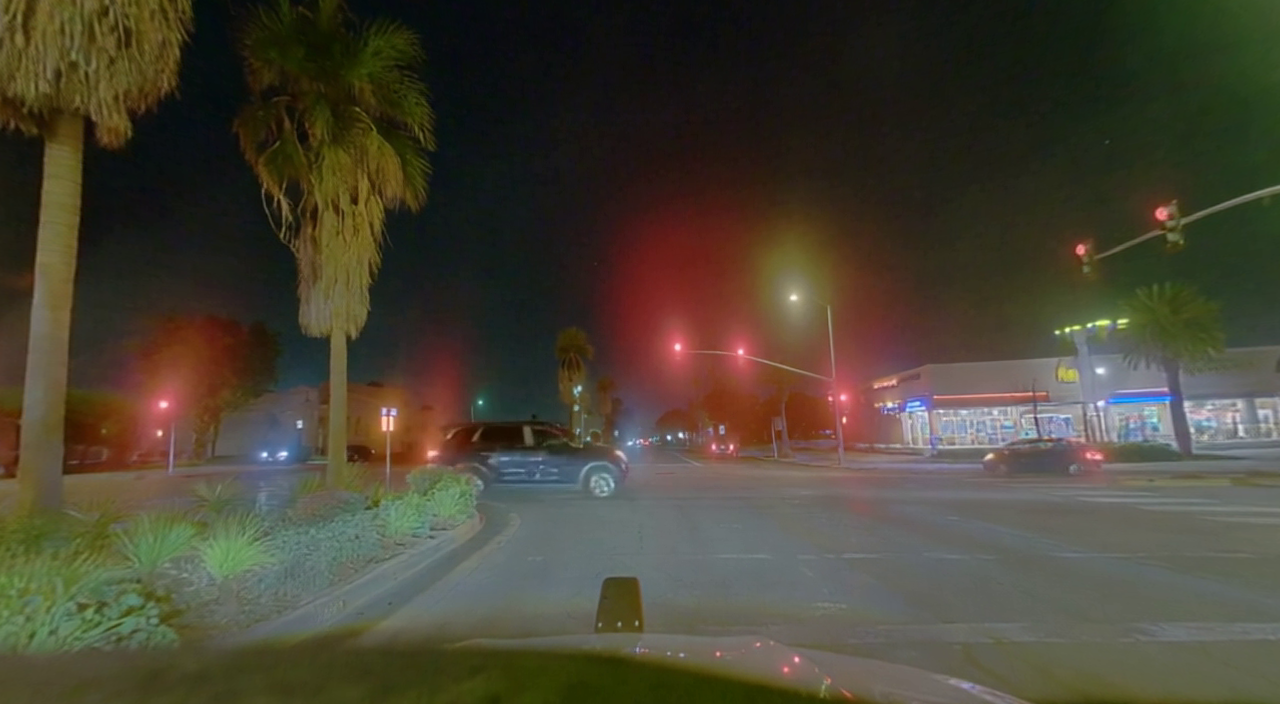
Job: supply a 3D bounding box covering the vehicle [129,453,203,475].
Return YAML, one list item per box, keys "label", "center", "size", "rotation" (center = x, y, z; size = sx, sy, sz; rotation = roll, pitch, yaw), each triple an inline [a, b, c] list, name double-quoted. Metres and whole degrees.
- label: "vehicle"
  center: [-37.261, 8.817, 49.665]
  size: [2.160, 1.565, 4.868]
  rotation: [0, -9, -1]

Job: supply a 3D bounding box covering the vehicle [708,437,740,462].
- label: "vehicle"
  center: [5.986, 7.027, 45.355]
  size: [1.999, 1.653, 4.603]
  rotation: [-1, -8, 5]

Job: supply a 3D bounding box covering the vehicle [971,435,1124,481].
- label: "vehicle"
  center: [16.361, 4.268, 25.600]
  size: [4.722, 1.717, 2.000]
  rotation: [-2, -9, 16]

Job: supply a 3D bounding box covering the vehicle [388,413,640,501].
- label: "vehicle"
  center: [-2.885, 2.557, 15.485]
  size: [5.619, 1.951, 2.321]
  rotation: [1, -8, -4]
